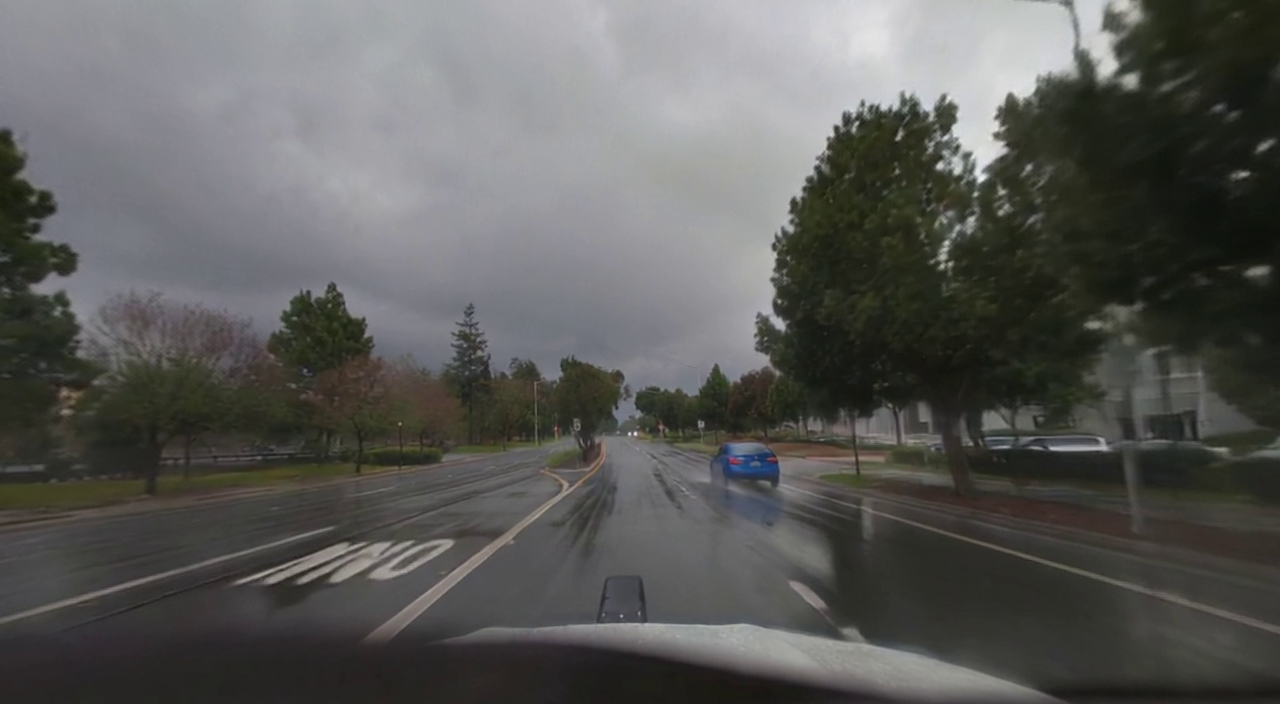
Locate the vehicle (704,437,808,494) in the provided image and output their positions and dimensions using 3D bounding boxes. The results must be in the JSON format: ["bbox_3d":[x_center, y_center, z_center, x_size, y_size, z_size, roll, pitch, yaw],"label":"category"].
[{"bbox_3d":[3.320,3.354,19.074,2.114,1.493,4.430,0,-8,-2],"label":"vehicle"}]

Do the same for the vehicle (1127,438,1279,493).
[{"bbox_3d":[19.546,3.844,21.397,4.418,1.418,1.873,-4,-14,-2],"label":"vehicle"}]
